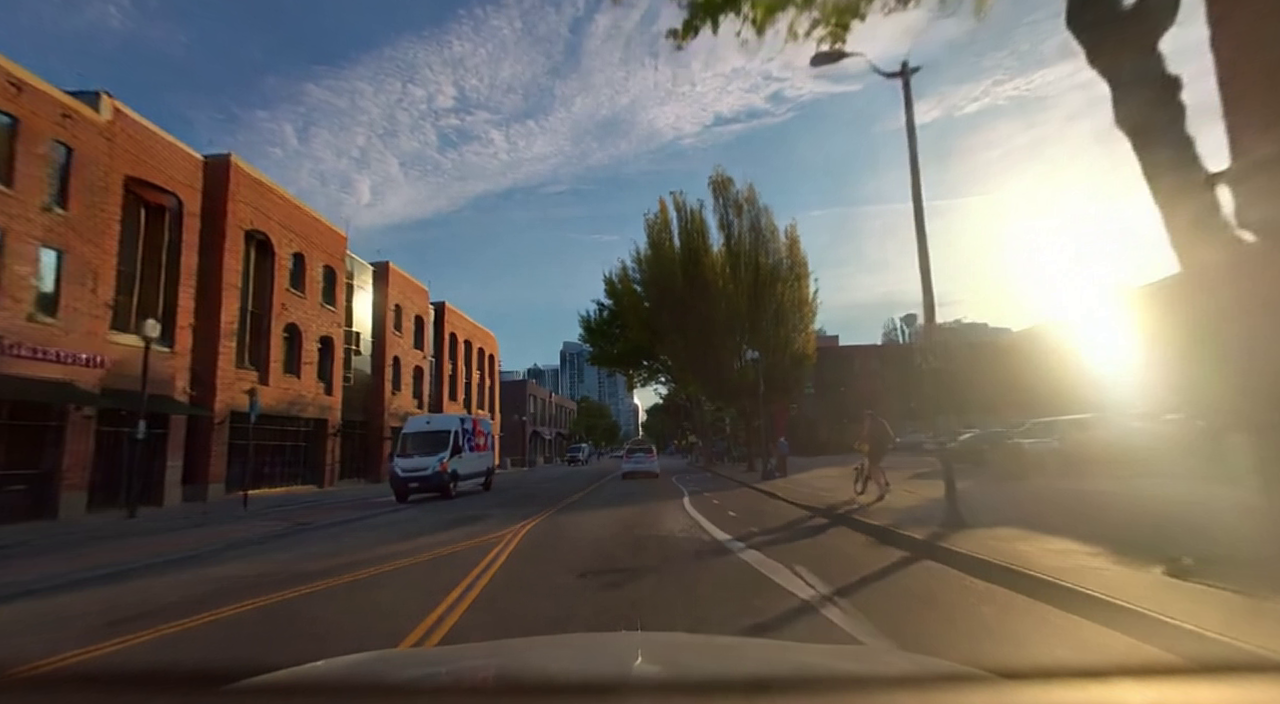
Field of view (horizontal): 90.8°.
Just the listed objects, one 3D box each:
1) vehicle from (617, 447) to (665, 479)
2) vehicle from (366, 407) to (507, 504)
[{"bbox_3d":[0.106,5.871,33.682,2.356,1.572,4.810,0,-9,1],"label":"vehicle"},{"bbox_3d":[-7.240,3.847,23.765,2.754,3.065,7.103,0,-9,1],"label":"vehicle"}]
